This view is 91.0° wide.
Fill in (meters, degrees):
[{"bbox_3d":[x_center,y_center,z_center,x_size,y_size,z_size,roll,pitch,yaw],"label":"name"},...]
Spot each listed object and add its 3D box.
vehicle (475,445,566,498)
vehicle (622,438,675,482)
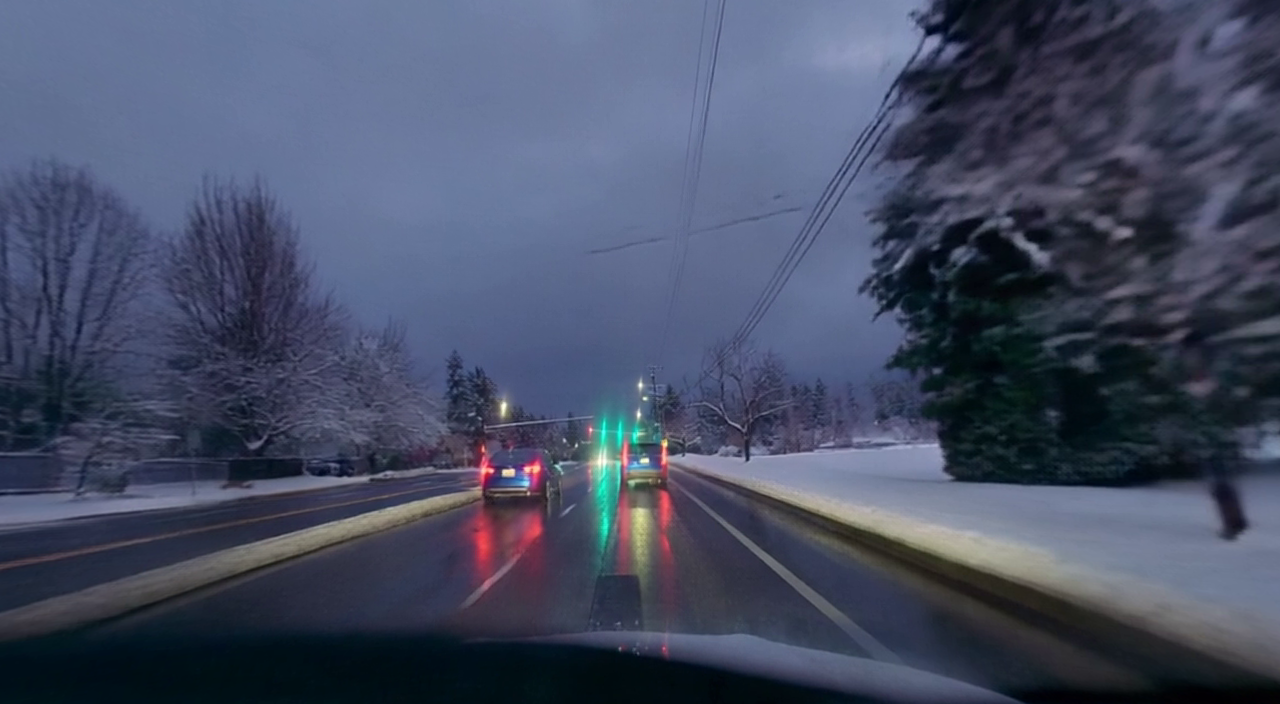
[{"bbox_3d":[-3.637,3.699,19.920,2.036,1.447,4.044,0,-8,0],"label":"vehicle"},{"bbox_3d":[0.298,4.846,28.623,2.215,1.799,4.426,0,-8,-1],"label":"vehicle"}]
